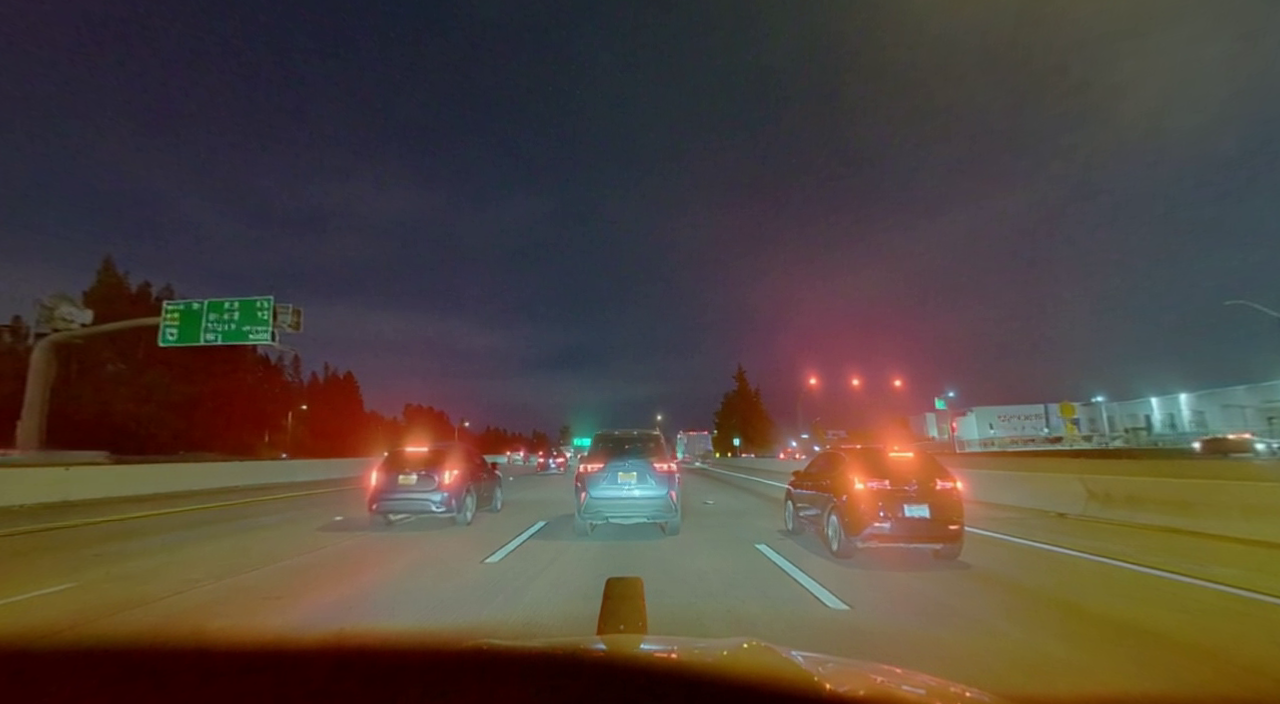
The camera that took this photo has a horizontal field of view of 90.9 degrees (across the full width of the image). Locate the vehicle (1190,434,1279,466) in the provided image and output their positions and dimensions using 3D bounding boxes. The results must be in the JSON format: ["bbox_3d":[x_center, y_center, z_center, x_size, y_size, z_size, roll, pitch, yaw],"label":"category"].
[{"bbox_3d":[31.806,5.098,32.837,1.805,1.536,4.325,3,-9,-19],"label":"vehicle"}]

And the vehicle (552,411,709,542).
[{"bbox_3d":[-0.145,2.011,10.674,2.152,1.779,3.924,0,-9,0],"label":"vehicle"}]

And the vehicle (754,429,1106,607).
[{"bbox_3d":[2.859,1.738,7.609,2.018,1.470,4.491,0,-9,-1],"label":"vehicle"}]

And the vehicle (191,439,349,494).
[{"bbox_3d":[-11.146,3.475,19.512,1.930,1.485,4.765,0,-9,1],"label":"vehicle"}]

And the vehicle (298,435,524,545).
[{"bbox_3d":[-3.512,2.202,10.793,2.132,1.464,4.481,0,-9,1],"label":"vehicle"}]
